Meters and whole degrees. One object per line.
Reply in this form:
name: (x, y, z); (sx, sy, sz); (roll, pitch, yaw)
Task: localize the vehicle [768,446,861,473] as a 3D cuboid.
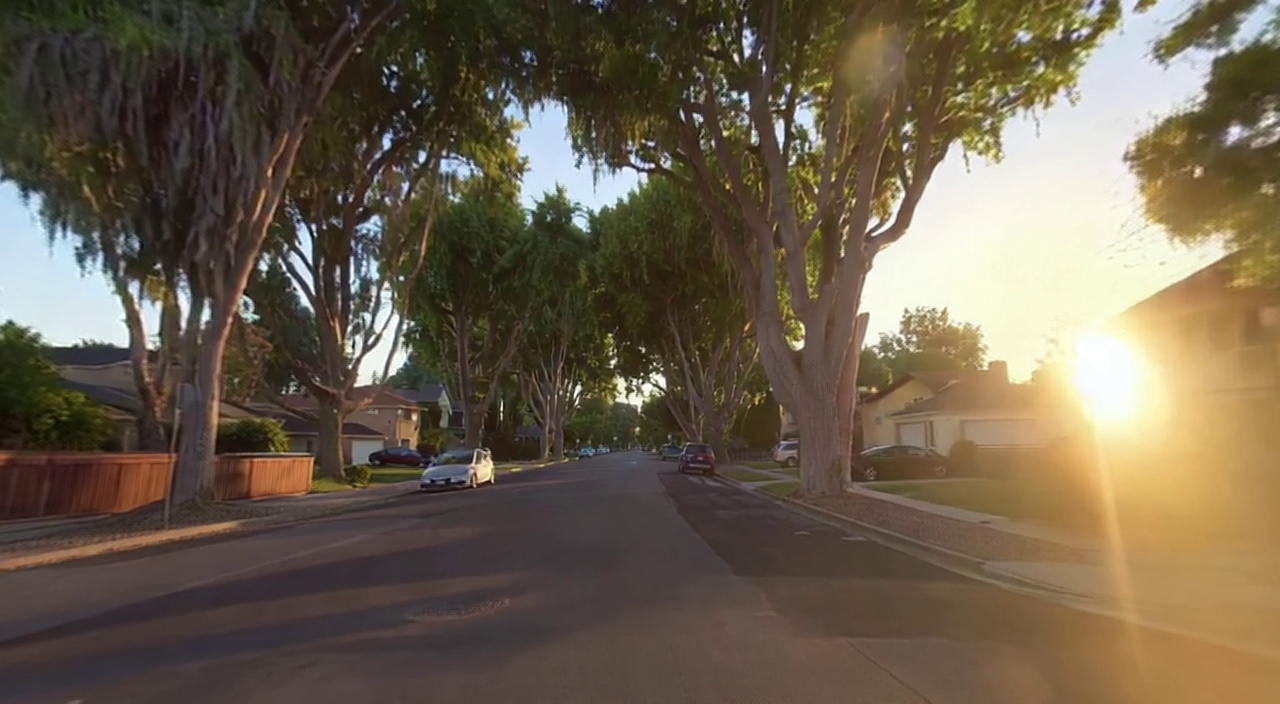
vehicle: (10.131, 6.274, 37.075); (5.041, 1.486, 1.969); (-1, -9, 9)

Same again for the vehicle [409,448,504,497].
vehicle: (-6.559, 4.315, 23.094); (2.099, 1.399, 4.357); (-4, -8, 1)

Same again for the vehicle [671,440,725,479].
vehicle: (2.952, 5.651, 33.475); (2.241, 1.875, 5.059); (0, -8, -2)

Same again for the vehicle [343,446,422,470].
vehicle: (-16.487, 6.818, 40.583); (4.276, 1.463, 1.832); (-1, -9, 6)
